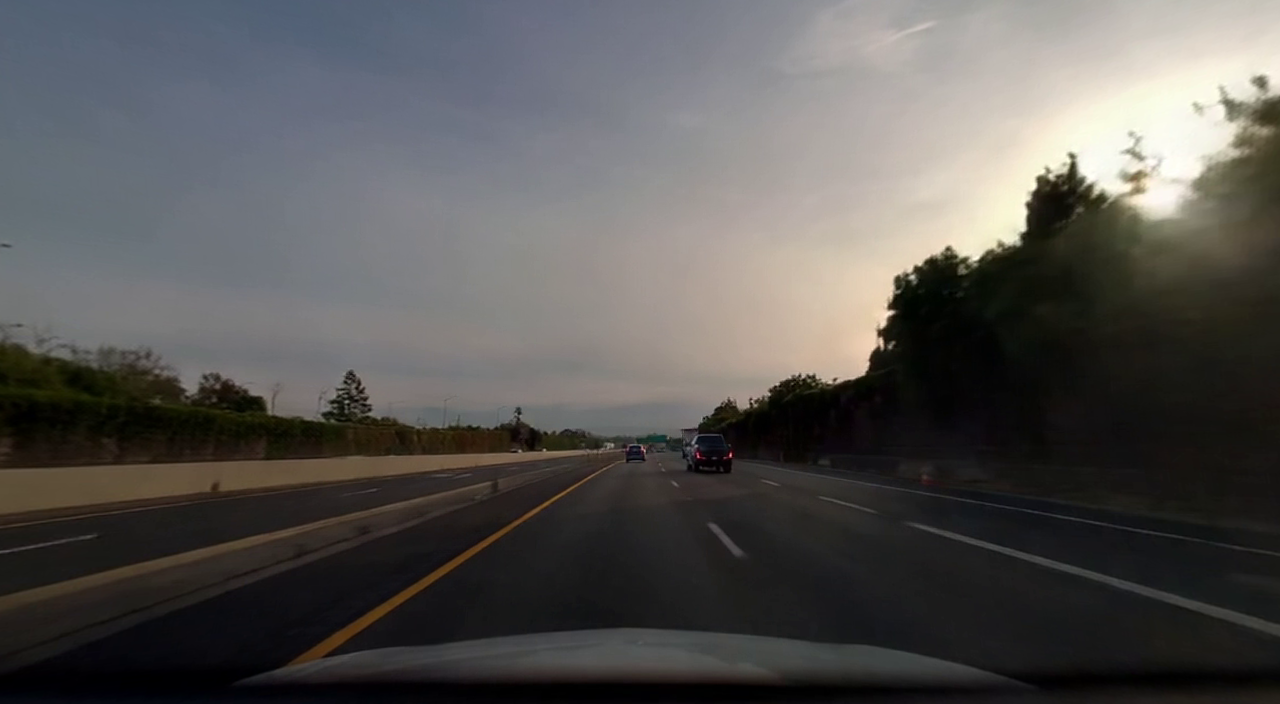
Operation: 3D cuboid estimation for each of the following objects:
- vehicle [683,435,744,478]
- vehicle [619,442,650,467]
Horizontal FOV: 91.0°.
[{"bbox_3d":[3.326,4.874,29.495,2.269,1.839,4.554,0,-9,-1],"label":"vehicle"},{"bbox_3d":[-0.373,7.399,45.641,2.142,1.664,4.076,0,-9,1],"label":"vehicle"}]
